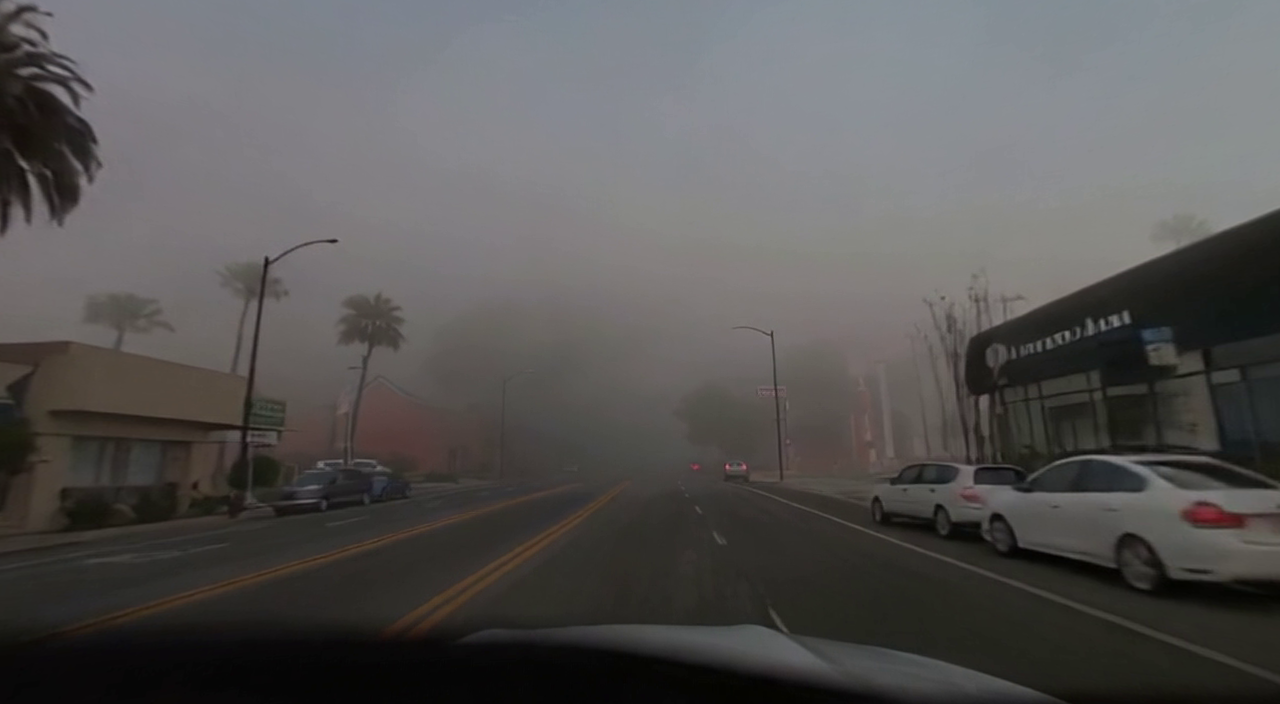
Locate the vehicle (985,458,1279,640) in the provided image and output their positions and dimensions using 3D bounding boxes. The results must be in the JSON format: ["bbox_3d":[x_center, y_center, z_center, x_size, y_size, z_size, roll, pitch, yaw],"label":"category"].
[{"bbox_3d":[6.314,2.049,7.612,1.834,1.504,4.331,0,-9,0],"label":"vehicle"}]

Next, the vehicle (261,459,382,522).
[{"bbox_3d":[-12.112,5.234,24.549,1.949,2.026,5.141,1,-8,0],"label":"vehicle"}]

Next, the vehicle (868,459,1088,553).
[{"bbox_3d":[6.407,2.935,12.756,1.932,1.490,4.598,0,-9,1],"label":"vehicle"}]

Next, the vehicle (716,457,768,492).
[{"bbox_3d":[4.724,5.705,29.807,2.067,1.477,4.653,-1,-9,5],"label":"vehicle"}]
